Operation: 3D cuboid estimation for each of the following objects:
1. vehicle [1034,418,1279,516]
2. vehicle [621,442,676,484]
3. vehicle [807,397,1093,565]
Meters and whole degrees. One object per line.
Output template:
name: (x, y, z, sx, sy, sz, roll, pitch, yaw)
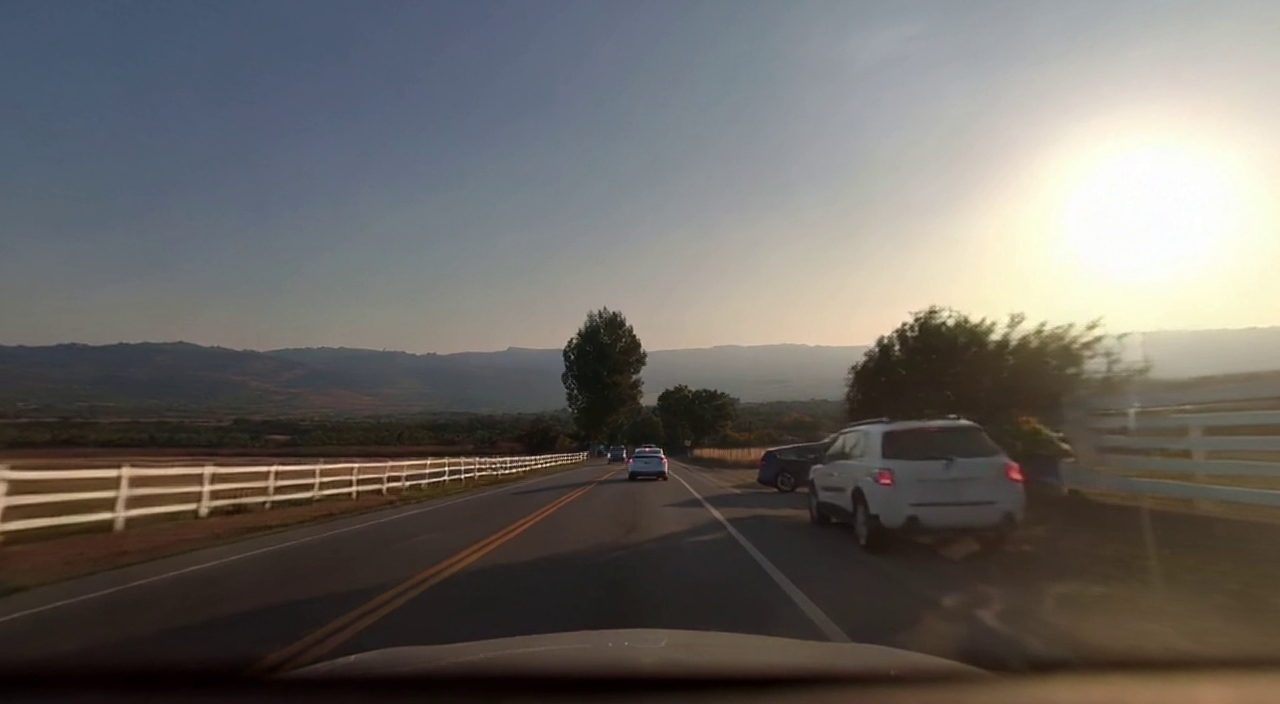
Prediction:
vehicle: (10.474, 2.173, 12.298, 1.975, 1.545, 4.333, 3, -9, -20)
vehicle: (0.359, 4.742, 27.228, 2.158, 1.669, 4.006, 0, -9, 1)
vehicle: (4.397, 1.934, 10.270, 2.348, 1.969, 5.269, -1, -9, 5)
